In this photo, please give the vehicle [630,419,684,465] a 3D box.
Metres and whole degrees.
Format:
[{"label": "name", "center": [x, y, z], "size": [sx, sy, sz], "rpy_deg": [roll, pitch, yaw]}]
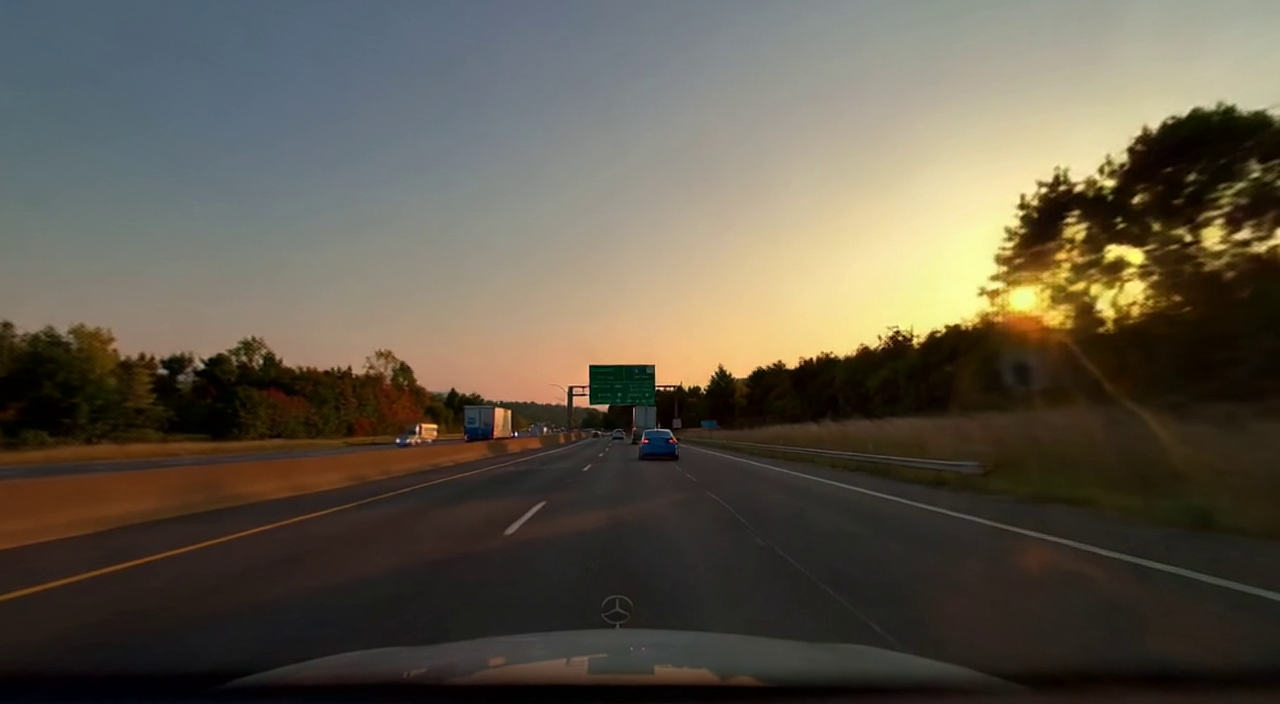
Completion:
[{"label": "vehicle", "center": [0.682, 4.042, 28.541], "size": [2.076, 1.914, 4.287], "rpy_deg": [0, -8, -3]}]
